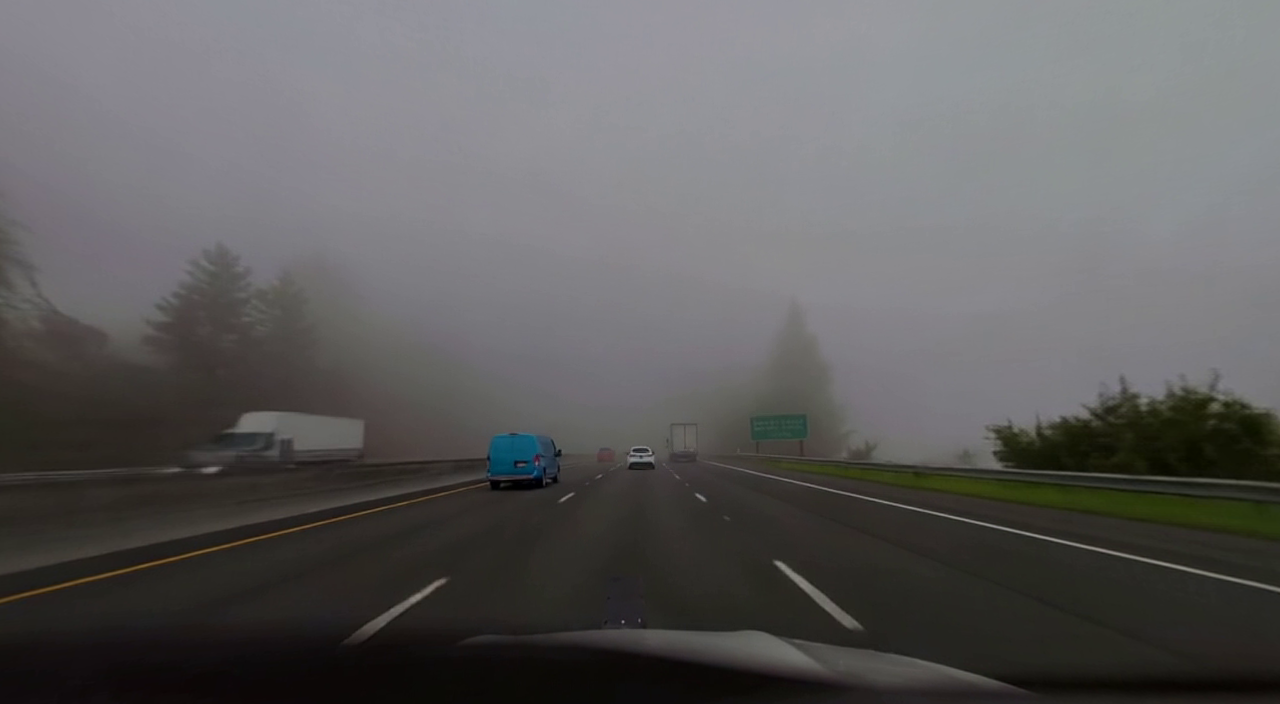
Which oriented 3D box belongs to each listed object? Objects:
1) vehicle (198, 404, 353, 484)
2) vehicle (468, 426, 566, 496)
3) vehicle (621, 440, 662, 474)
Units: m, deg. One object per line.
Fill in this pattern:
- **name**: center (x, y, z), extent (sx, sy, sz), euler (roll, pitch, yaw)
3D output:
- **vehicle**: center (-19.300, 5.026, 34.323), extent (2.893, 3.722, 8.903), euler (0, -9, 1)
- **vehicle**: center (-3.844, 3.530, 20.686), extent (2.167, 1.991, 5.062), euler (0, -9, 0)
- **vehicle**: center (0.094, 6.038, 36.501), extent (2.209, 1.825, 4.036), euler (0, -9, 0)
